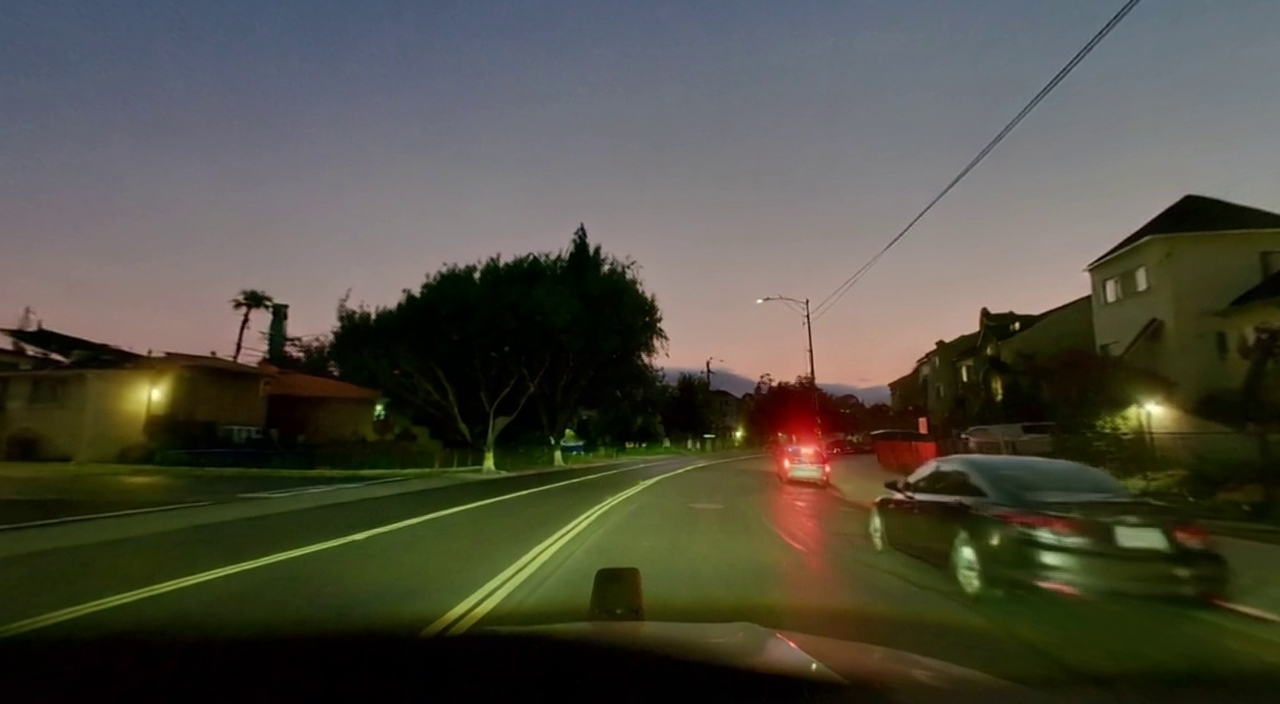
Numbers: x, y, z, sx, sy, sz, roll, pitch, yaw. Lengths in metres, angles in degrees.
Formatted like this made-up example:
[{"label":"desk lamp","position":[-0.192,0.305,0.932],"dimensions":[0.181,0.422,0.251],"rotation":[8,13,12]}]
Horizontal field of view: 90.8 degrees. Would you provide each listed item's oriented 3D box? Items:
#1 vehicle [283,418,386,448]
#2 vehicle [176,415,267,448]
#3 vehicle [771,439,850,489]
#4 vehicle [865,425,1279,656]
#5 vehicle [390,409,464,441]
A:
[{"label":"vehicle","position":[-15.826,4.246,32.845],"dimensions":[4.407,1.478,1.973],"rotation":[-1,-9,10]},{"label":"vehicle","position":[-24.632,4.660,37.367],"dimensions":[1.861,1.795,4.302],"rotation":[0,-6,12]},{"label":"vehicle","position":[5.549,3.695,21.037],"dimensions":[1.947,1.479,3.743],"rotation":[-1,-9,6]},{"label":"vehicle","position":[3.522,1.475,5.916],"dimensions":[1.665,1.425,3.727],"rotation":[0,-9,4]},{"label":"vehicle","position":[-13.638,4.655,40.451],"dimensions":[4.054,1.565,1.719],"rotation":[-5,0,11]}]
